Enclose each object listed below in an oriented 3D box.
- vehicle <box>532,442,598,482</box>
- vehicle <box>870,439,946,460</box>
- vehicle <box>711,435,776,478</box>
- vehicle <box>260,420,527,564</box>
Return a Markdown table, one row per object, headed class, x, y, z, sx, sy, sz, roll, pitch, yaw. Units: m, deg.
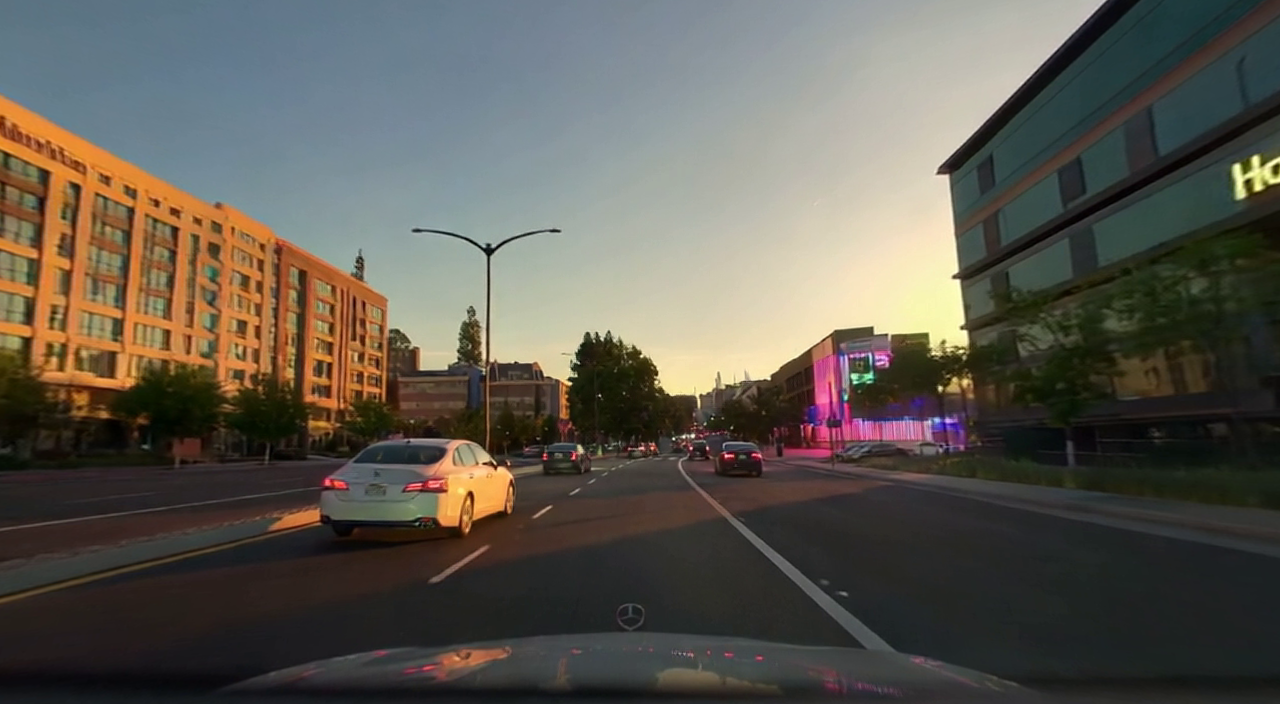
| class | x | y | z | sx | sy | sz | roll | pitch | yaw |
| --- | --- | --- | --- | --- | --- | --- | --- | --- | --- |
| vehicle | -2.898 | 4.348 | 25.269 | 1.980 | 1.454 | 4.226 | -1 | -8 | 2 |
| vehicle | 19.508 | 7.131 | 46.002 | 4.502 | 1.454 | 2.129 | 0 | -9 | 0 |
| vehicle | 4.432 | 4.555 | 27.645 | 2.103 | 1.699 | 4.171 | 0 | -8 | 0 |
| vehicle | -3.132 | 1.885 | 9.259 | 2.118 | 1.568 | 4.436 | 0 | -8 | 0 |
